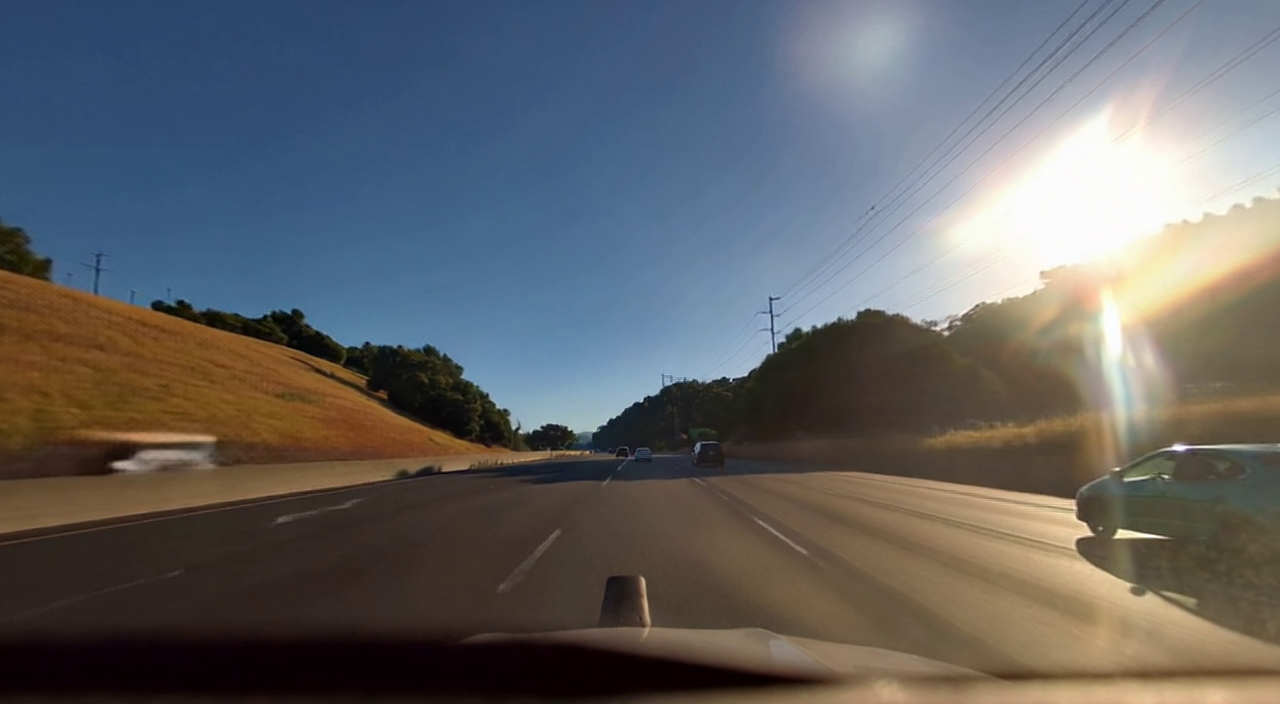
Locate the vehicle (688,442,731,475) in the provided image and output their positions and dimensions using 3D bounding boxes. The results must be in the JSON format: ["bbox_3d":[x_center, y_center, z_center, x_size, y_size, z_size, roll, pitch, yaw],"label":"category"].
[{"bbox_3d":[4.115,6.347,37.812,2.159,1.782,4.673,0,-9,1],"label":"vehicle"}]

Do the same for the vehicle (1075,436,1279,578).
[{"bbox_3d":[8.051,1.841,7.753,1.970,1.545,4.818,0,-9,1],"label":"vehicle"}]
